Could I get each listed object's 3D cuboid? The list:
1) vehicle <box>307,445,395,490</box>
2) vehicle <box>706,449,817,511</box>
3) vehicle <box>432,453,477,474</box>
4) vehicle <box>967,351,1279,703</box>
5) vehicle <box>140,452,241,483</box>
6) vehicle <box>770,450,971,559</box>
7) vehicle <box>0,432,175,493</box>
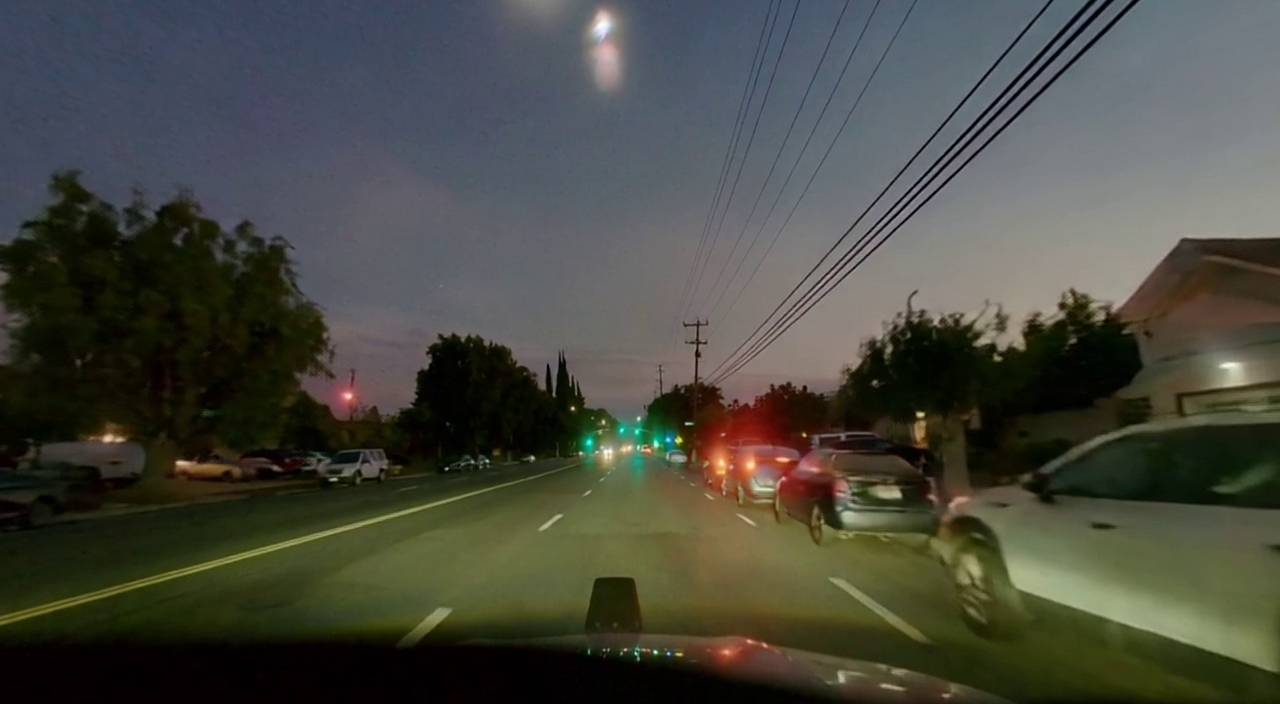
[{"bbox_3d":[-13.672,5.452,30.244,2.137,1.852,4.541,-2,-8,0],"label":"vehicle"},{"bbox_3d":[3.049,3.320,16.957,1.866,1.414,4.604,1,-9,-3],"label":"vehicle"},{"bbox_3d":[-14.056,8.458,48.110,2.011,1.480,4.644,0,-9,0],"label":"vehicle"},{"bbox_3d":[3.482,0.871,2.361,2.045,1.746,4.564,0,-9,0],"label":"vehicle"},{"bbox_3d":[-22.116,5.685,31.190,3.692,1.441,1.625,0,-9,-2],"label":"vehicle"},{"bbox_3d":[3.509,2.357,10.661,1.818,1.400,4.640,0,-9,3],"label":"vehicle"},{"bbox_3d":[-21.906,4.352,24.861,5.504,2.069,2.216,-2,-9,2],"label":"vehicle"}]
